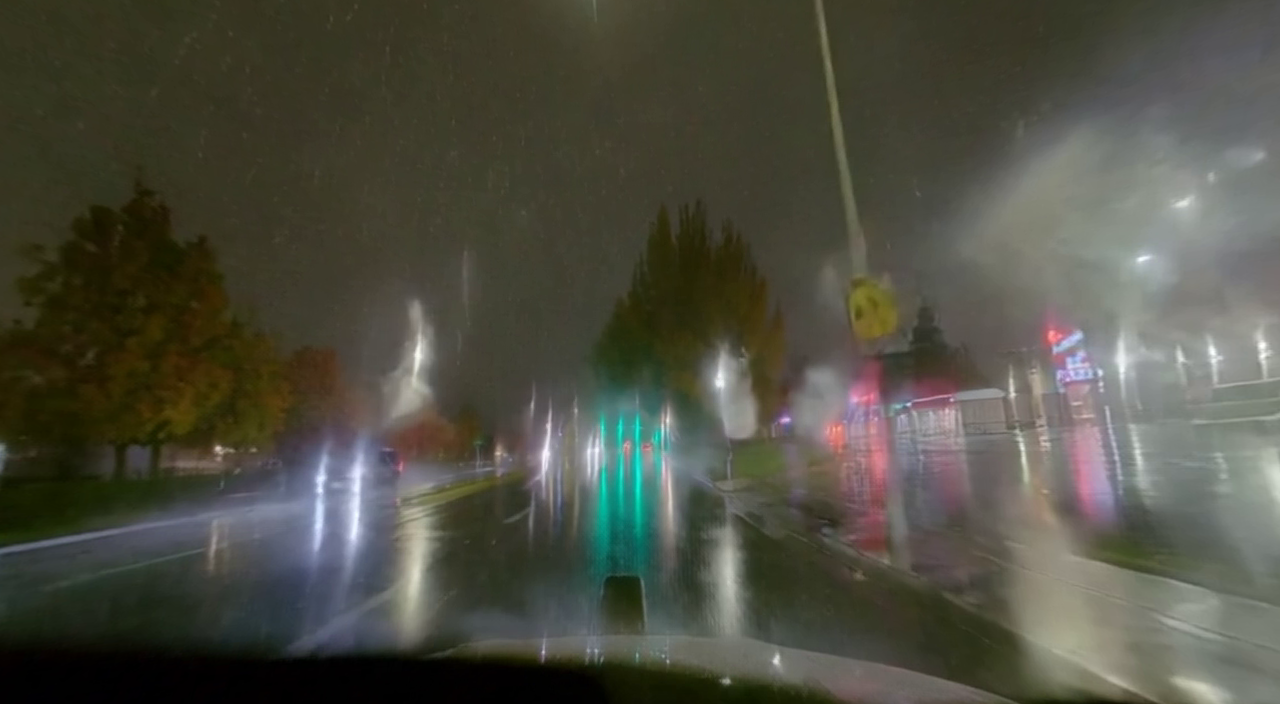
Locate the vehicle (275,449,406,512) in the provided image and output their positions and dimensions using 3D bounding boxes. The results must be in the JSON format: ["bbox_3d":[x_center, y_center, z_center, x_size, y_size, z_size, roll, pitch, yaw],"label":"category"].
[{"bbox_3d":[-9.170,3.921,19.839,2.050,1.721,4.369,0,-8,-1],"label":"vehicle"}]
